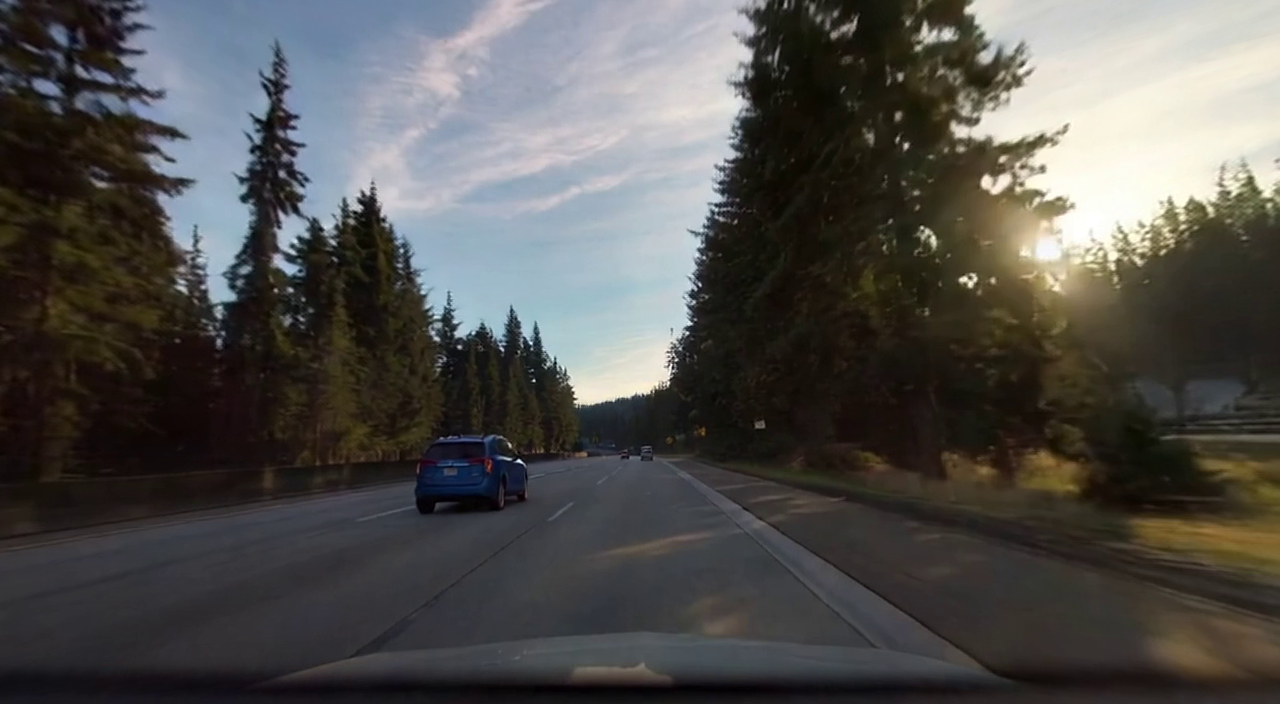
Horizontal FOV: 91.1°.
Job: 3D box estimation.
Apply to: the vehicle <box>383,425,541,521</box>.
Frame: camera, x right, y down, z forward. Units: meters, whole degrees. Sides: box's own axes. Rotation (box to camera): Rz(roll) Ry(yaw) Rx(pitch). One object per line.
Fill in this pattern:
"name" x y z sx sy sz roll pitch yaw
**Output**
"vehicle" -3.668 2.577 13.959 2.084 1.752 4.479 -1 -8 1
